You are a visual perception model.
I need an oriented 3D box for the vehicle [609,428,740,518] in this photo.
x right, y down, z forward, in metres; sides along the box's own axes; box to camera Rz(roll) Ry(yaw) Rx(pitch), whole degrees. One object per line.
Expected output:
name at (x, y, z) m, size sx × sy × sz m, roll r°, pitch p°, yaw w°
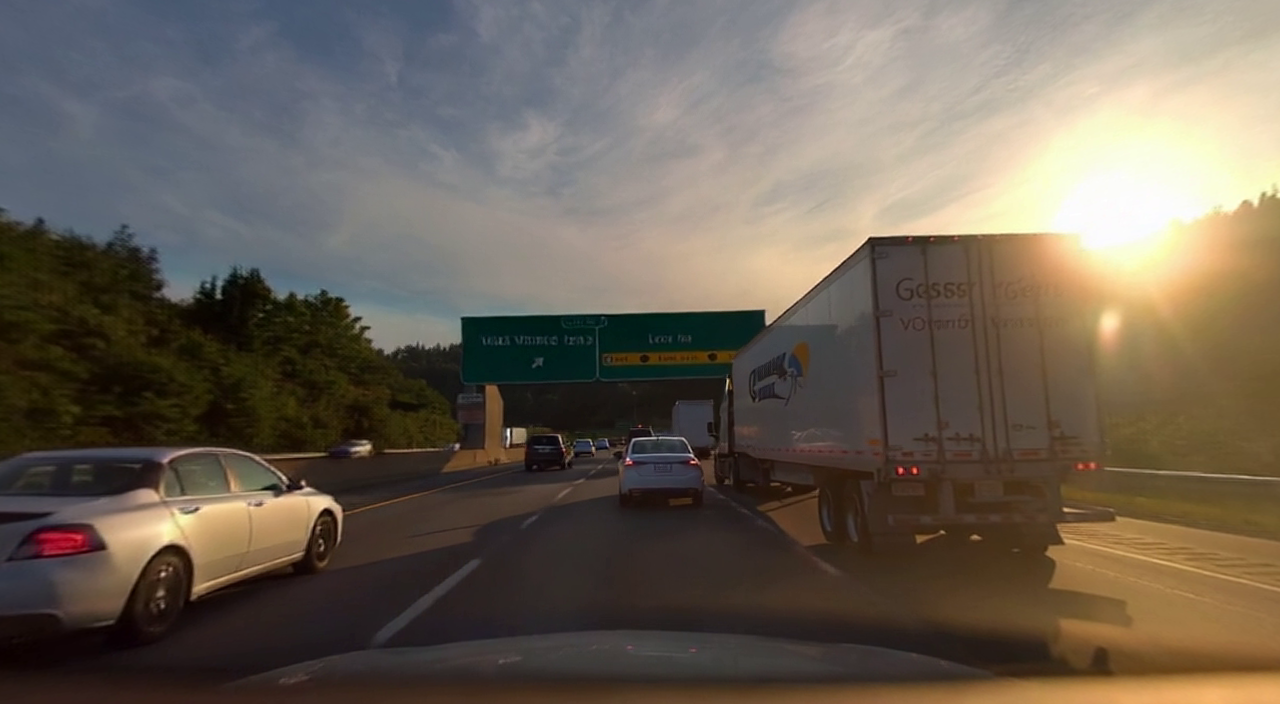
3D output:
vehicle at (0.492, 2.315, 12.730) m, size 2.200 × 1.495 × 4.282 m, roll 0°, pitch -8°, yaw -2°

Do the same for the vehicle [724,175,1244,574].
vehicle at (4.344, 1.116, 13.558) m, size 2.883 × 4.070 × 14.423 m, roll 0°, pitch -8°, yaw -1°

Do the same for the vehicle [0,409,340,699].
vehicle at (-4.375, 1.224, 4.575) m, size 2.100 × 1.491 × 4.676 m, roll 0°, pitch -8°, yaw 0°

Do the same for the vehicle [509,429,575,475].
vehicle at (-3.908, 4.047, 25.854) m, size 2.006 × 1.729 × 4.447 m, roll 0°, pitch -8°, yaw 0°
